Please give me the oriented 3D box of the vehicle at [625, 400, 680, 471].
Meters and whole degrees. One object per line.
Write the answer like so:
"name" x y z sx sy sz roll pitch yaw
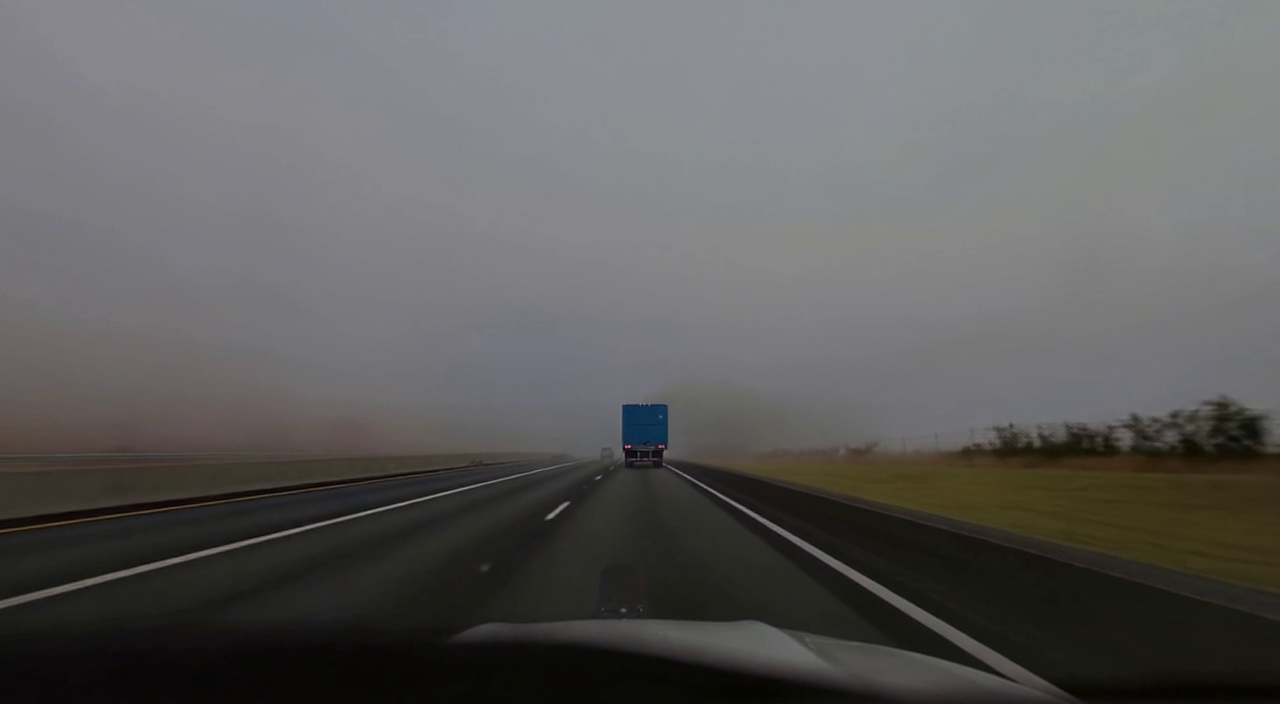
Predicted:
"vehicle" 0.580 5.567 41.138 3.055 4.009 10.972 0 -9 -1
